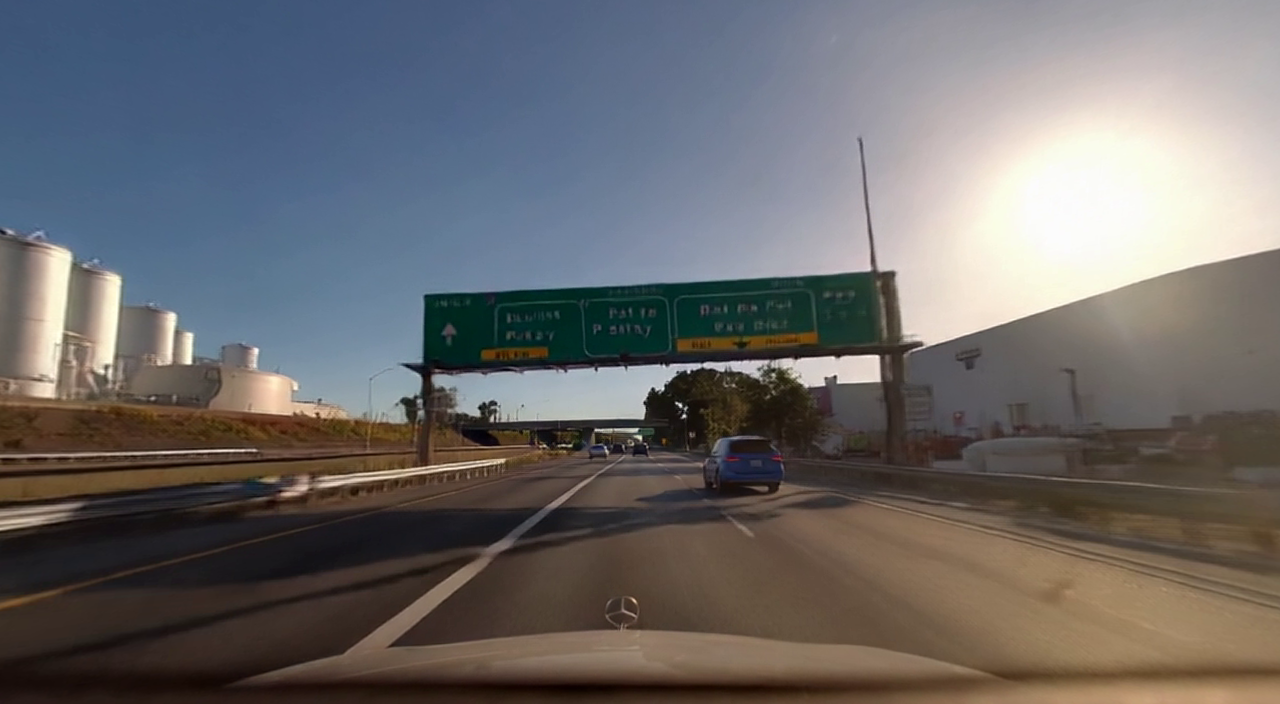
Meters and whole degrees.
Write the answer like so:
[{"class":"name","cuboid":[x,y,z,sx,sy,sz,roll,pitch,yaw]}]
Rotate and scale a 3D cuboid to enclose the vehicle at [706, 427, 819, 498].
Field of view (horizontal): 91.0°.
[{"class":"vehicle","cuboid":[3.376,3.198,18.600,2.296,1.790,5.067,0,-9,0]}]
